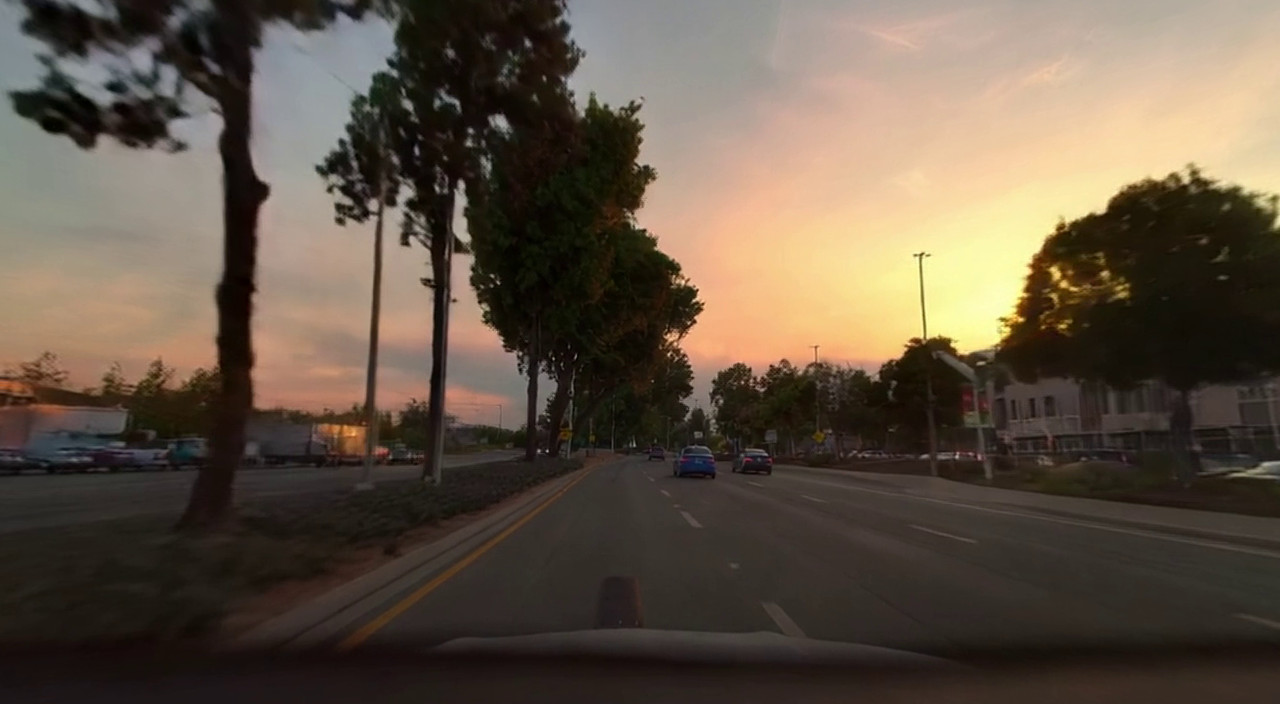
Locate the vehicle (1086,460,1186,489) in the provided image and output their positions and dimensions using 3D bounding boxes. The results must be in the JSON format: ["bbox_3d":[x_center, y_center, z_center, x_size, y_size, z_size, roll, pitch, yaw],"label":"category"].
[{"bbox_3d":[27.311,6.709,34.661,4.390,1.474,1.851,2,-9,-13],"label":"vehicle"}]

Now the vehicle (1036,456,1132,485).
[{"bbox_3d":[26.692,7.095,37.853,4.586,1.665,1.968,2,-9,-11],"label":"vehicle"}]

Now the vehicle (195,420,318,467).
[{"bbox_3d":[-27.358,6.606,45.272,6.822,3.138,2.979,3,-9,-17],"label":"vehicle"}]

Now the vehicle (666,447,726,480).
[{"bbox_3d":[2.580,5.256,29.923,2.256,1.451,4.313,1,-9,-3],"label":"vehicle"}]

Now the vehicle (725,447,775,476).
[{"bbox_3d":[6.107,6.132,35.460,1.886,1.528,4.169,1,-9,-3],"label":"vehicle"}]

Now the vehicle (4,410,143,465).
[{"bbox_3d":[-34.015,5.268,38.223,2.858,2.981,6.850,2,-9,-11],"label":"vehicle"}]
